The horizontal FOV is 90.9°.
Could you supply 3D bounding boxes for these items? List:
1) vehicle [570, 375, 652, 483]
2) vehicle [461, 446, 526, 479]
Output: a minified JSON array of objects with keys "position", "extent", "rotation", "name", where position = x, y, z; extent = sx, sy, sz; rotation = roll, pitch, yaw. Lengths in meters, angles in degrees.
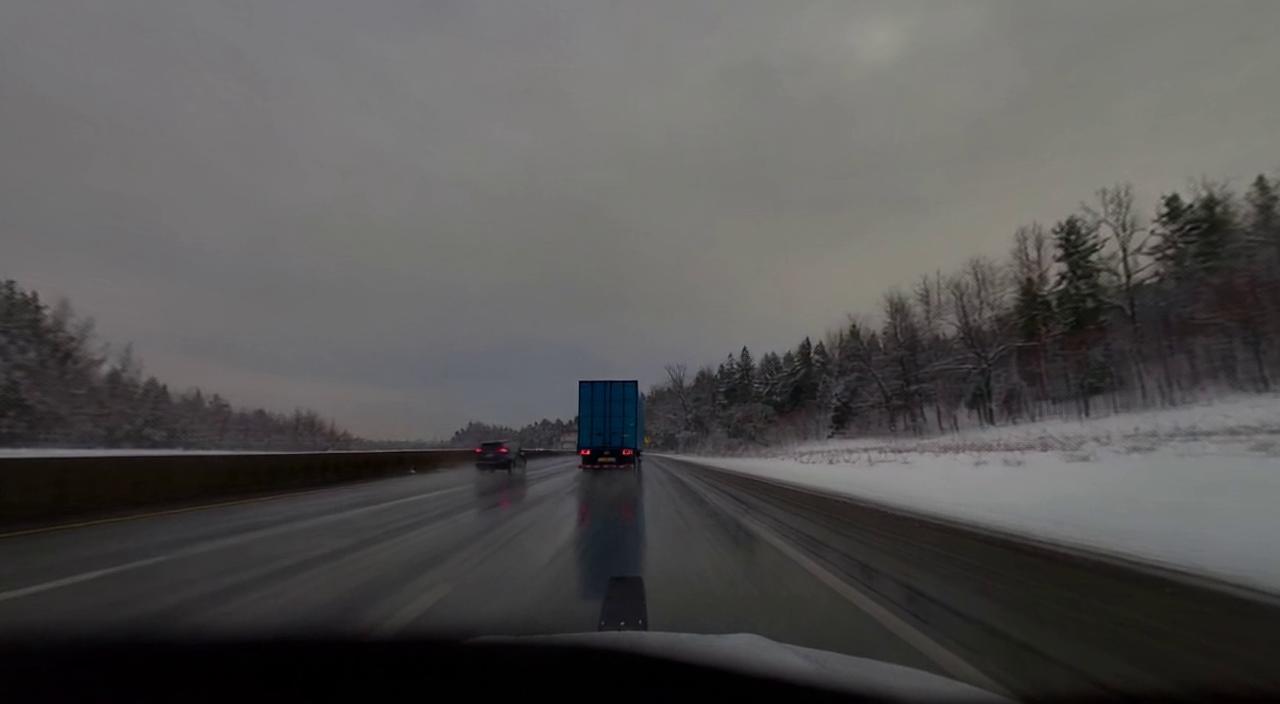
[{"position":[-0.970,4.016,31.375],"extent":[2.851,4.098,14.436],"rotation":[0,-9,2],"name":"vehicle"},{"position":[-6.799,5.166,29.718],"extent":[1.967,1.420,4.473],"rotation":[0,-9,1],"name":"vehicle"}]
